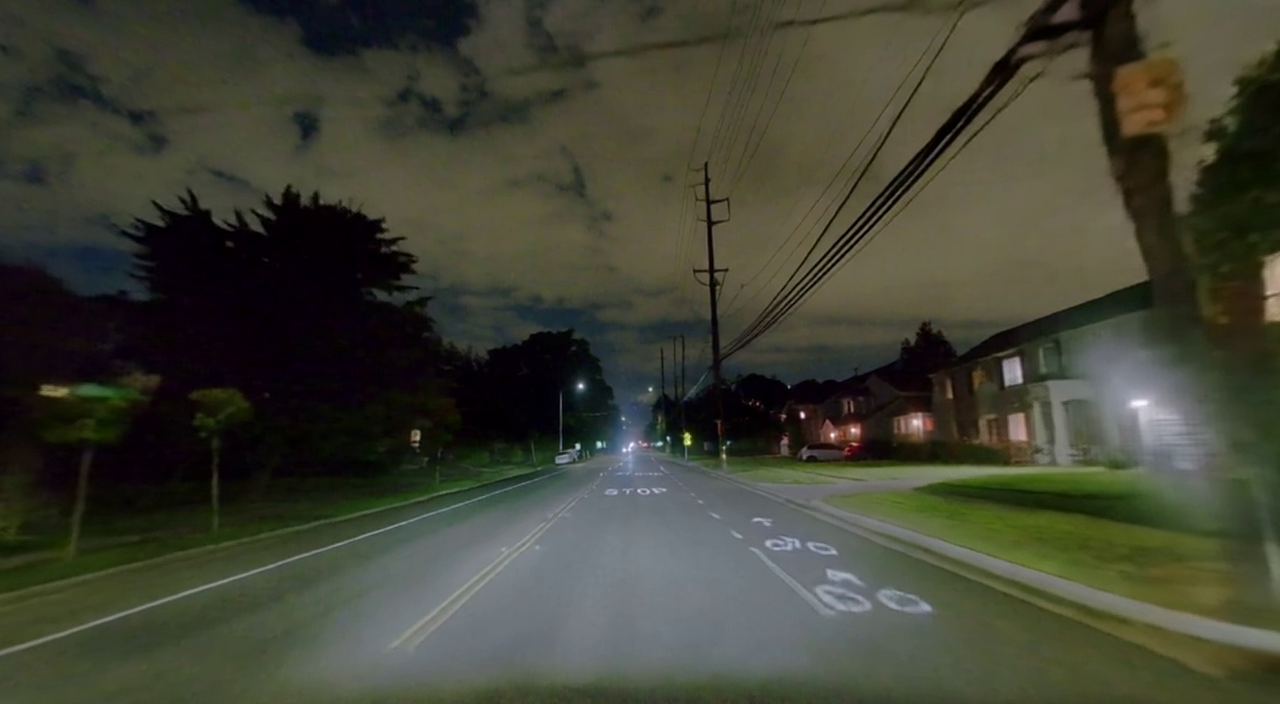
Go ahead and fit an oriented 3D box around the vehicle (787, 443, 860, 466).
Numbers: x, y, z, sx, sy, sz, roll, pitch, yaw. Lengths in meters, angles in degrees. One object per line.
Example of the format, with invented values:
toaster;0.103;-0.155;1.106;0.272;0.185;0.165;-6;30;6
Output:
vehicle;13.481;7.555;46.563;4.624;1.420;2.045;-1;-9;-7
